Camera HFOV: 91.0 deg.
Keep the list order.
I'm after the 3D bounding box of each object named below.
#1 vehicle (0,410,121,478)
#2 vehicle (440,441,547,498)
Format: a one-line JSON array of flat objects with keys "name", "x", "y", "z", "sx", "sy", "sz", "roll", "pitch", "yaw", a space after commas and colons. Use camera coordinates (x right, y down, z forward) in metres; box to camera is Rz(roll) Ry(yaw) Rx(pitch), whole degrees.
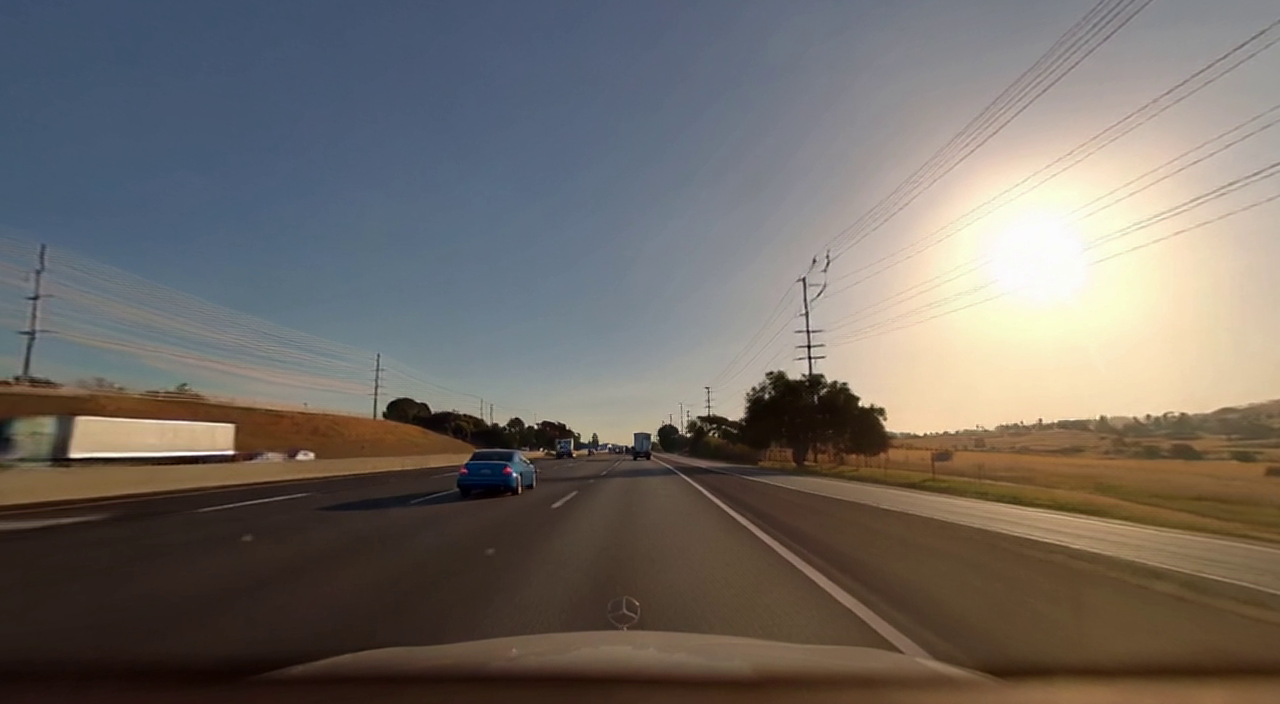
[{"name": "vehicle", "x": -39.711, "y": 6.079, "z": 41.356, "sx": 2.979, "sy": 4.006, "sz": 9.168, "roll": 0, "pitch": -9, "yaw": 2}, {"name": "vehicle", "x": -4.289, "y": 3.522, "z": 19.252, "sx": 2.104, "sy": 1.501, "sz": 4.459, "roll": 0, "pitch": -9, "yaw": 1}]
